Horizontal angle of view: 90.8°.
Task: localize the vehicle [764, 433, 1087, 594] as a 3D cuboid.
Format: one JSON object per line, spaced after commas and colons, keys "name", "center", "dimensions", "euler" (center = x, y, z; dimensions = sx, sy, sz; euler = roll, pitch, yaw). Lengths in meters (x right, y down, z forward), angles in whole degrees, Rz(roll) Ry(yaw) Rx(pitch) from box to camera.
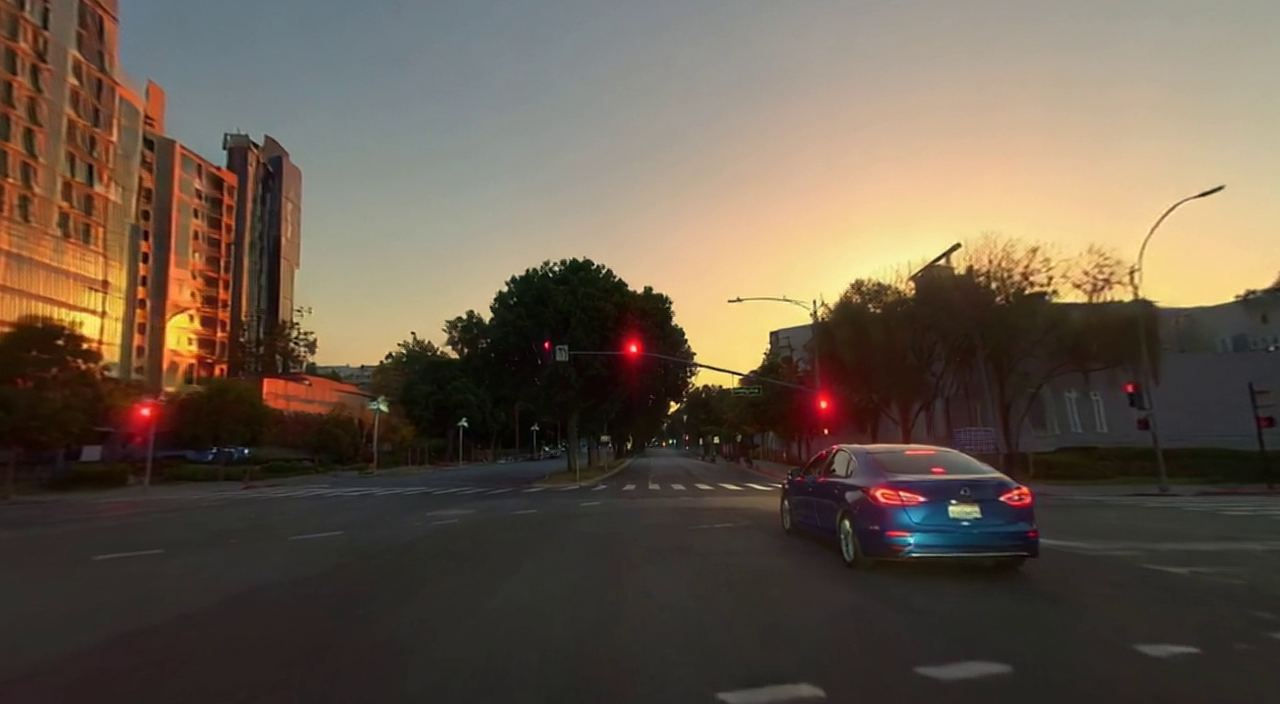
{"name": "vehicle", "center": [3.267, 1.942, 8.602], "dimensions": [2.089, 1.539, 4.767], "euler": [0, -9, -1]}
